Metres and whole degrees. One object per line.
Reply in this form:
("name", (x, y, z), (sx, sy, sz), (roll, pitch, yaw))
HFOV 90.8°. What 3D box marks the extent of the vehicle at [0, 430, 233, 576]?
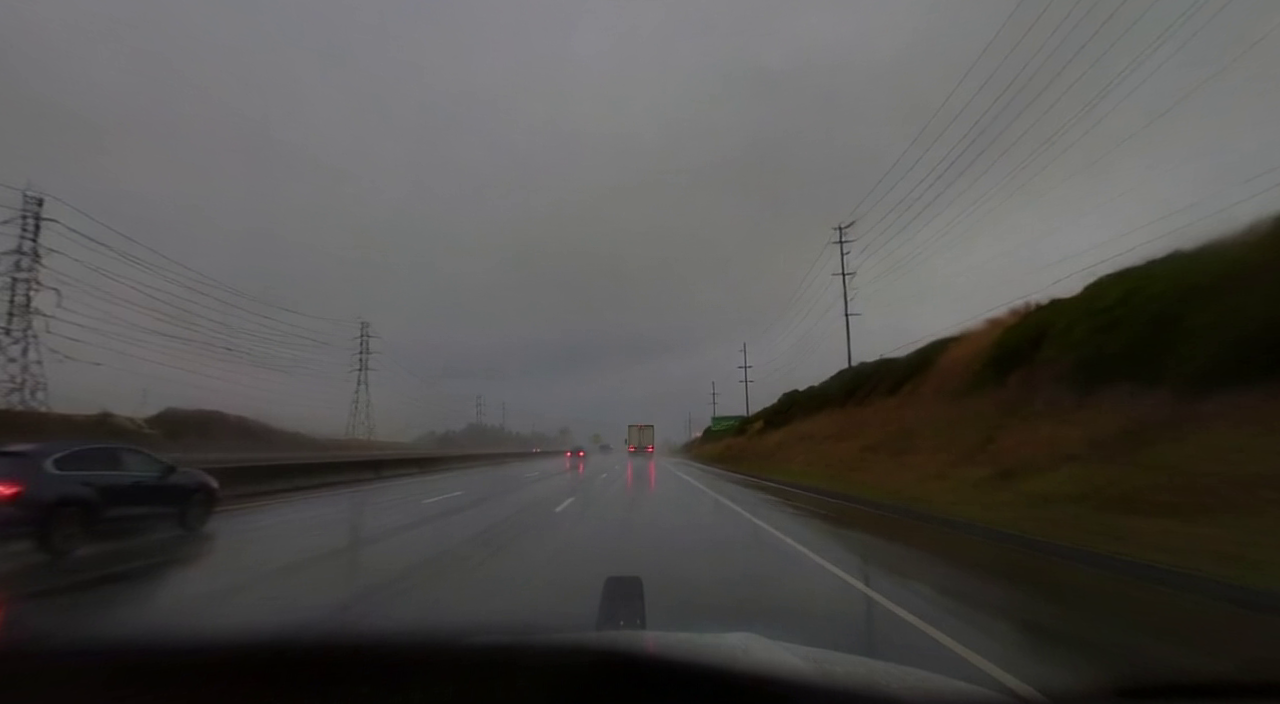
("vehicle", (-7.411, 1.763, 7.895), (1.915, 1.454, 3.996), (0, -9, 1))
